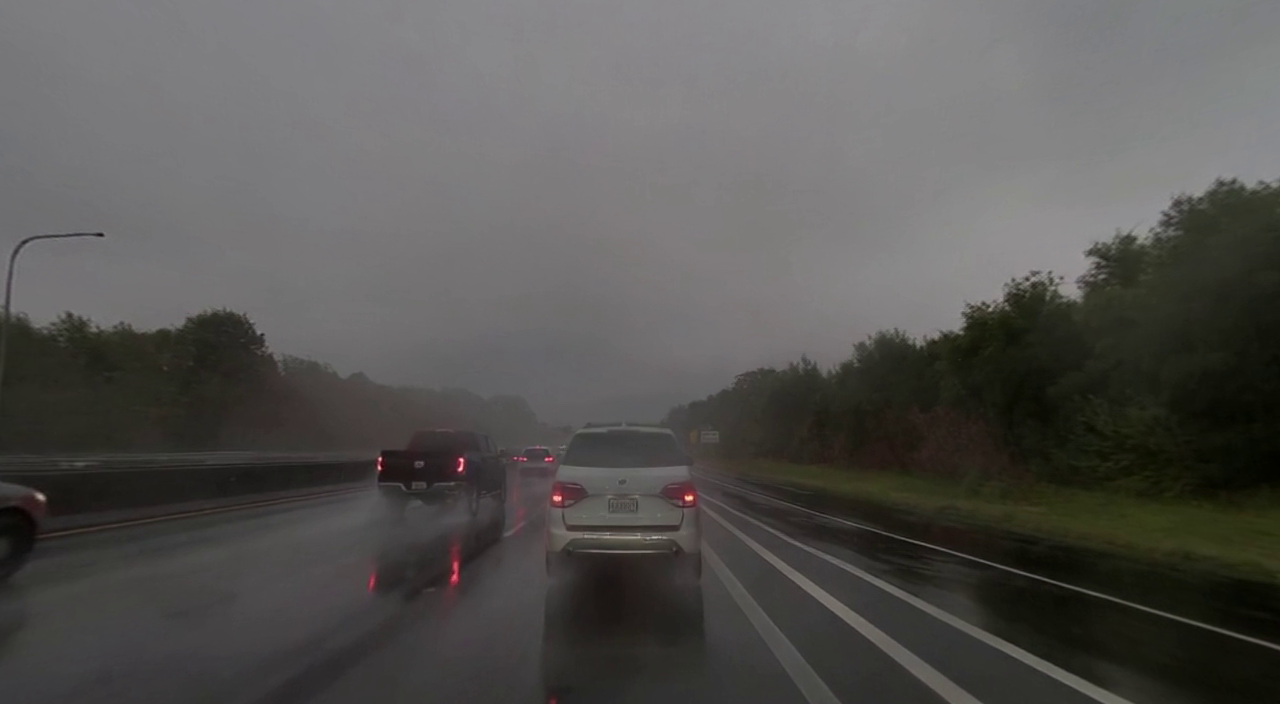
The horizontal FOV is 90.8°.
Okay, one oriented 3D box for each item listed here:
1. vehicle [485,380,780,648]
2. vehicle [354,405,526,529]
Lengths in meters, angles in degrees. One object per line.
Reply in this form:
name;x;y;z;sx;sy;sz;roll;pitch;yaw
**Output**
vehicle;-0.090;1.358;6.070;1.995;1.798;3.380;0;-9;-1
vehicle;-3.945;2.378;13.507;2.055;2.144;4.782;-1;-9;1
